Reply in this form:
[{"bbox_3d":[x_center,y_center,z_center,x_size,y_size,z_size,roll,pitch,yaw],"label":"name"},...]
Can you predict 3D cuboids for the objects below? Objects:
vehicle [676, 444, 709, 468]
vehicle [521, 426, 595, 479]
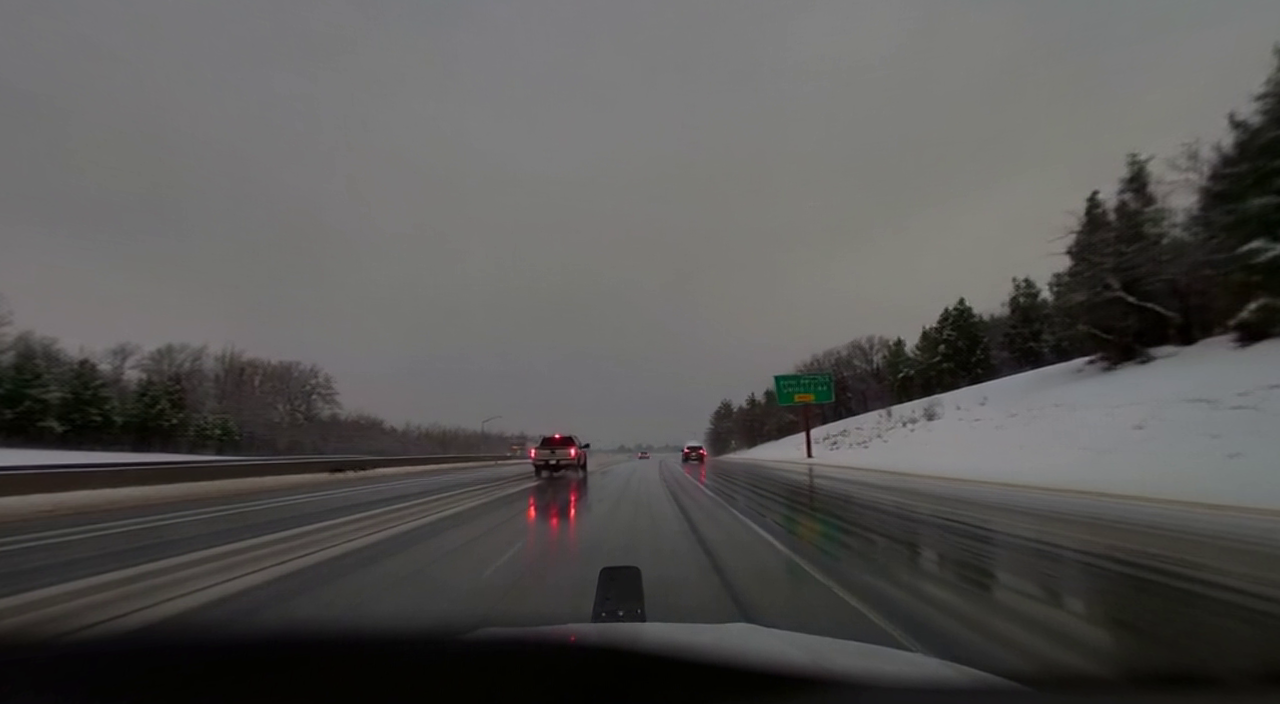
[{"bbox_3d":[3.851,7.671,46.694,2.095,1.668,4.135,0,-9,0],"label":"vehicle"},{"bbox_3d":[-3.716,4.784,30.083,2.496,2.203,6.317,0,-9,2],"label":"vehicle"}]
